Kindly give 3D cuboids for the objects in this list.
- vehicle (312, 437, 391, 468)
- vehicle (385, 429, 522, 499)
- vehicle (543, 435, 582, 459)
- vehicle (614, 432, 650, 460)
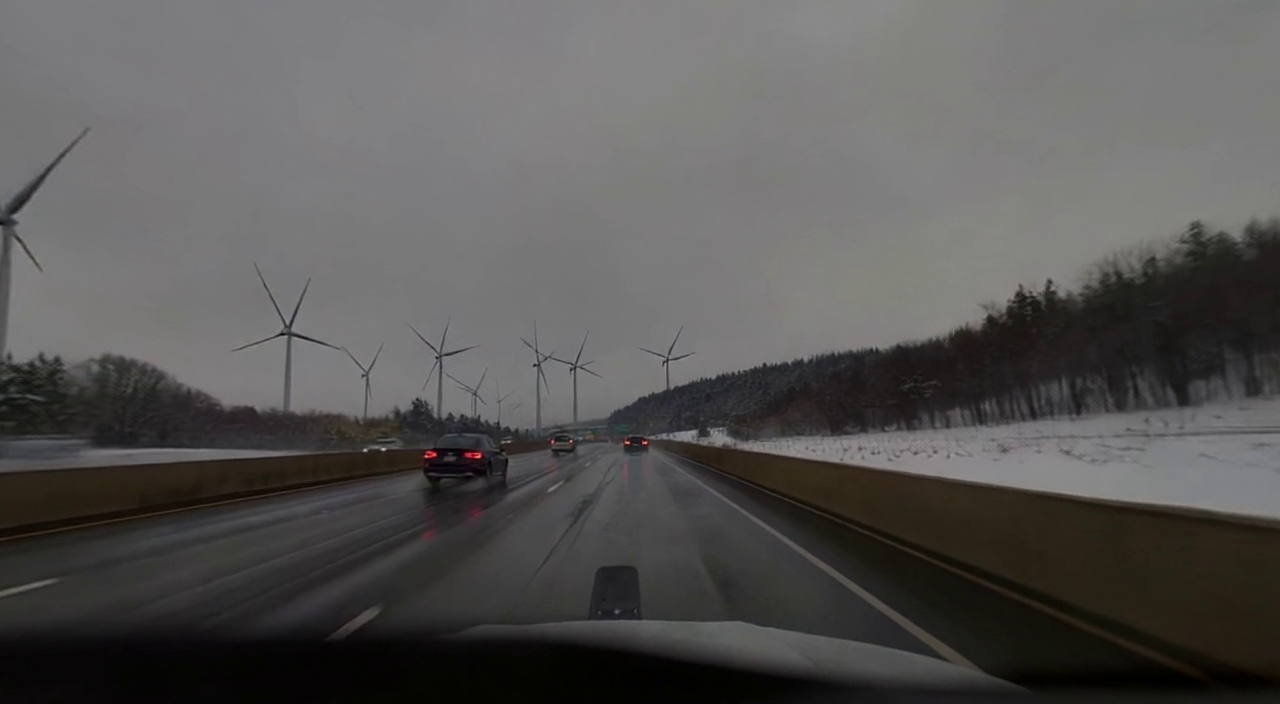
[{"bbox_3d":[-14.608,5.082,32.211,2.069,1.492,4.152,0,-8,0],"label":"vehicle"},{"bbox_3d":[-4.363,2.676,15.623,1.998,1.468,4.635,0,-8,0],"label":"vehicle"},{"bbox_3d":[-4.822,5.971,39.772,2.059,1.436,3.802,0,-8,-1],"label":"vehicle"},{"bbox_3d":[-0.502,5.513,37.123,2.027,1.550,3.607,0,-8,-2],"label":"vehicle"}]
